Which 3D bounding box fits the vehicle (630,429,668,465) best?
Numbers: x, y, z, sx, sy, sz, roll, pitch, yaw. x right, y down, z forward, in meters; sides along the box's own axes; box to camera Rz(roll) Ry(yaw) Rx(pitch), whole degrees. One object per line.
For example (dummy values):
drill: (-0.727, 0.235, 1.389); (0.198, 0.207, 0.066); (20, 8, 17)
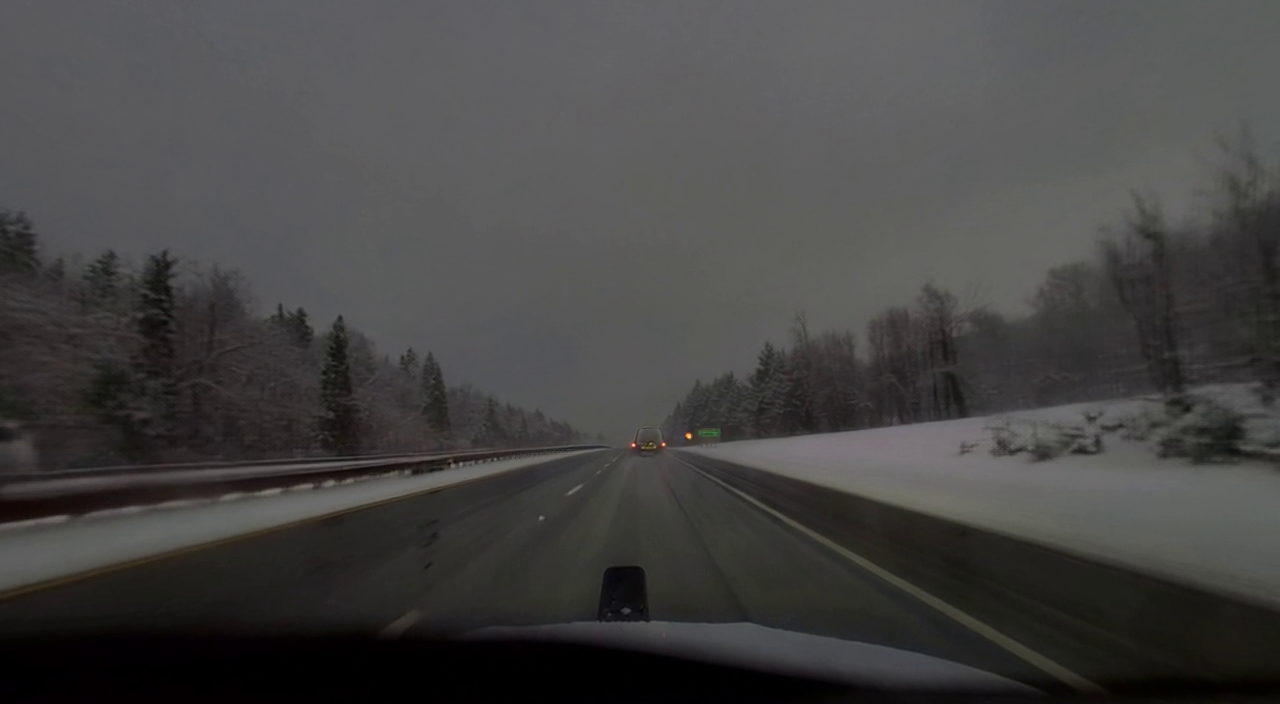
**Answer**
vehicle: (0.604, 6.063, 40.289); (2.277, 2.109, 4.922); (0, -8, 1)
